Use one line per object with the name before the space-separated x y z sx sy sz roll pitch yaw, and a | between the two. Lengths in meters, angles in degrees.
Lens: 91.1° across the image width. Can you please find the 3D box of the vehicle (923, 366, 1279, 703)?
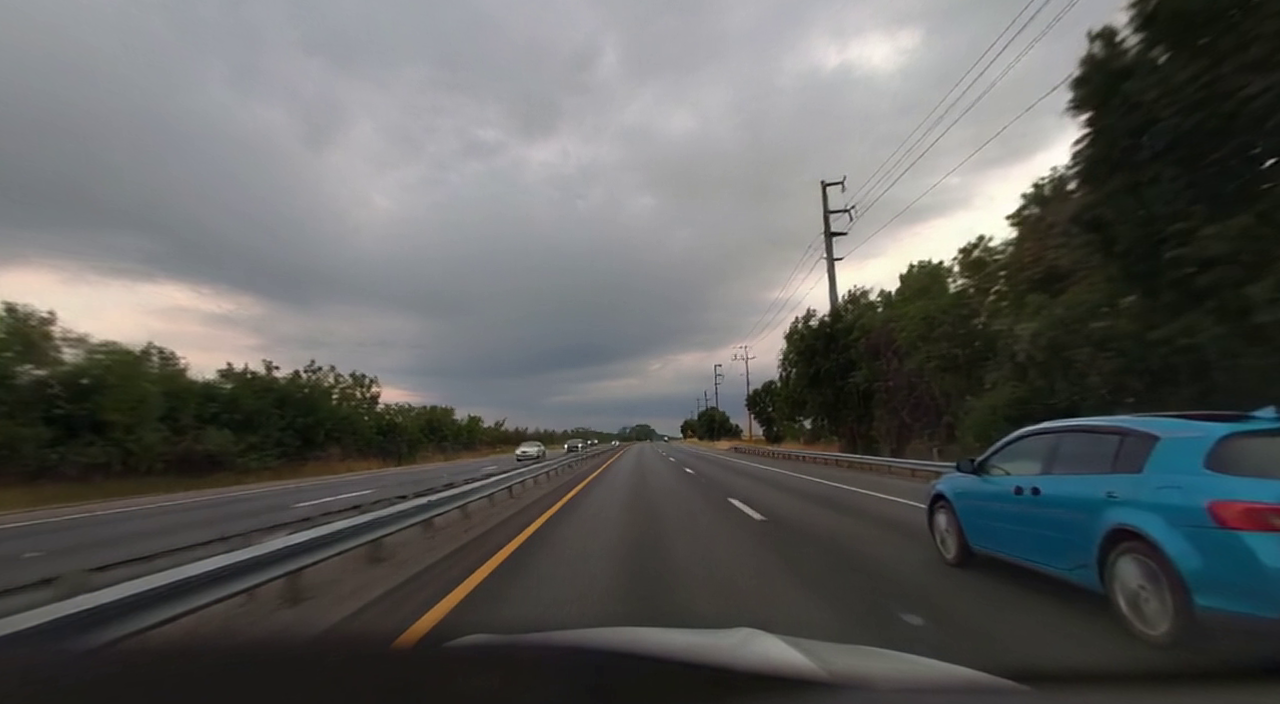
vehicle | 3.760 1.020 3.951 2.032 1.562 4.029 0 -8 -1

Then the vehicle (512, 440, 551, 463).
vehicle | -7.483 6.908 43.729 2.000 1.485 3.887 0 -8 0
